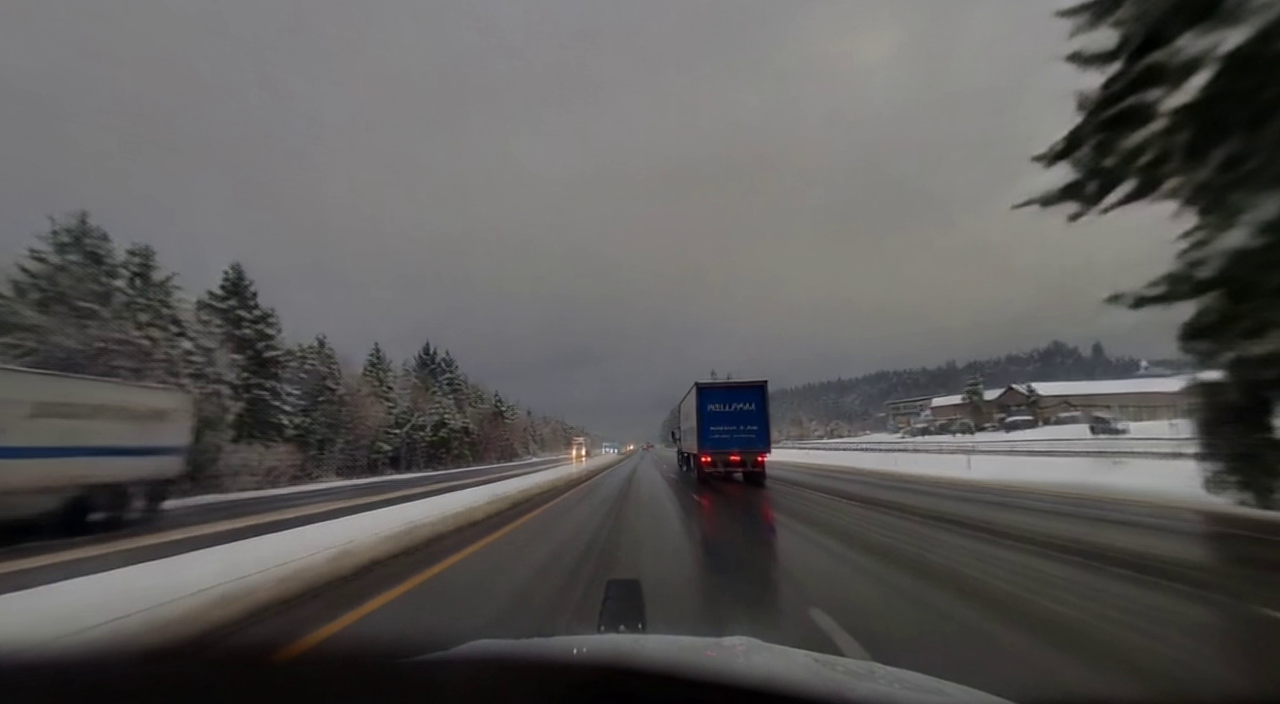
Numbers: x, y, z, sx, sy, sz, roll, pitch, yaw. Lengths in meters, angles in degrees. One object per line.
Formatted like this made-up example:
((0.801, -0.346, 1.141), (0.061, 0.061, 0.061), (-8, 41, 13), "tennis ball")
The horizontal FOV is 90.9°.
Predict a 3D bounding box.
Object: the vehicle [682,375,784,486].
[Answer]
((4.011, 3.978, 30.734), (3.341, 4.269, 12.252), (0, -9, 1), "vehicle")

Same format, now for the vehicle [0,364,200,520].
((-16.172, 2.018, 14.136), (2.940, 3.545, 13.036), (0, -9, 1), "vehicle")
